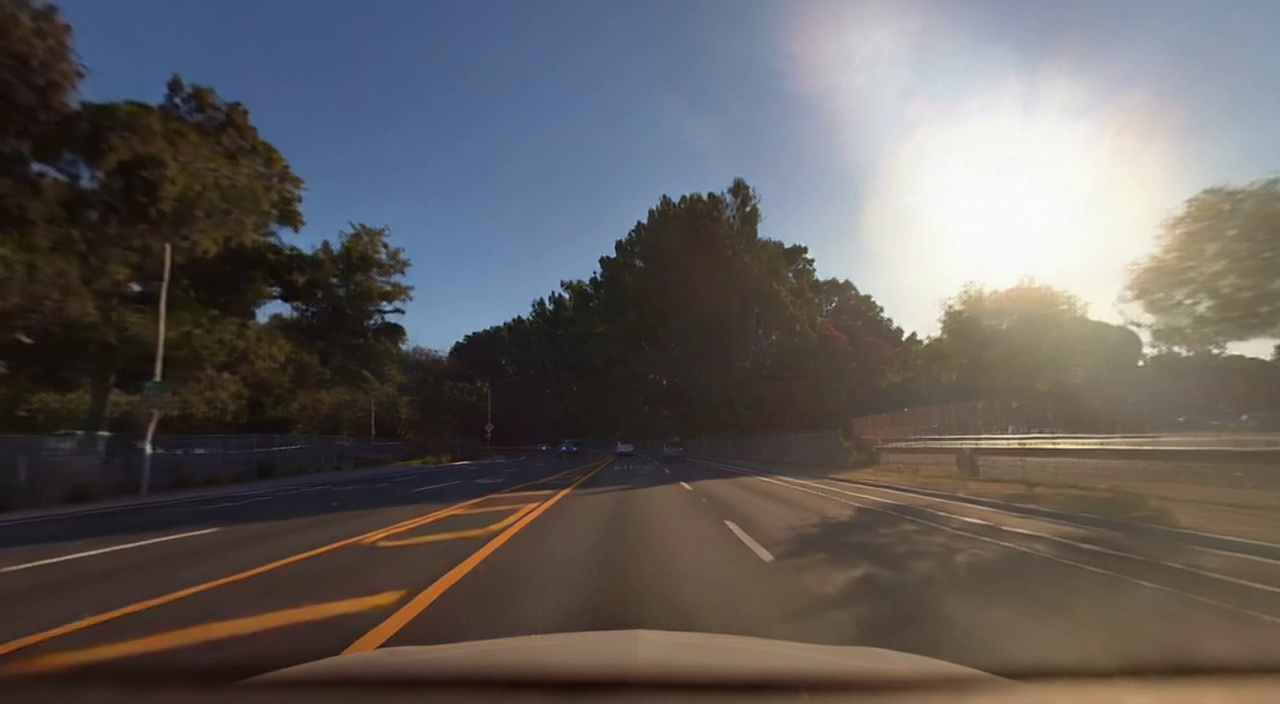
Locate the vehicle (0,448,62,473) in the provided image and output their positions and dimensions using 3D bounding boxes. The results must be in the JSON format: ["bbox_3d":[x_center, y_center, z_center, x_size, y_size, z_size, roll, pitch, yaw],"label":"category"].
[{"bbox_3d":[-39.187,6.777,39.483,1.763,1.419,4.591,-1,-7,0],"label":"vehicle"}]
